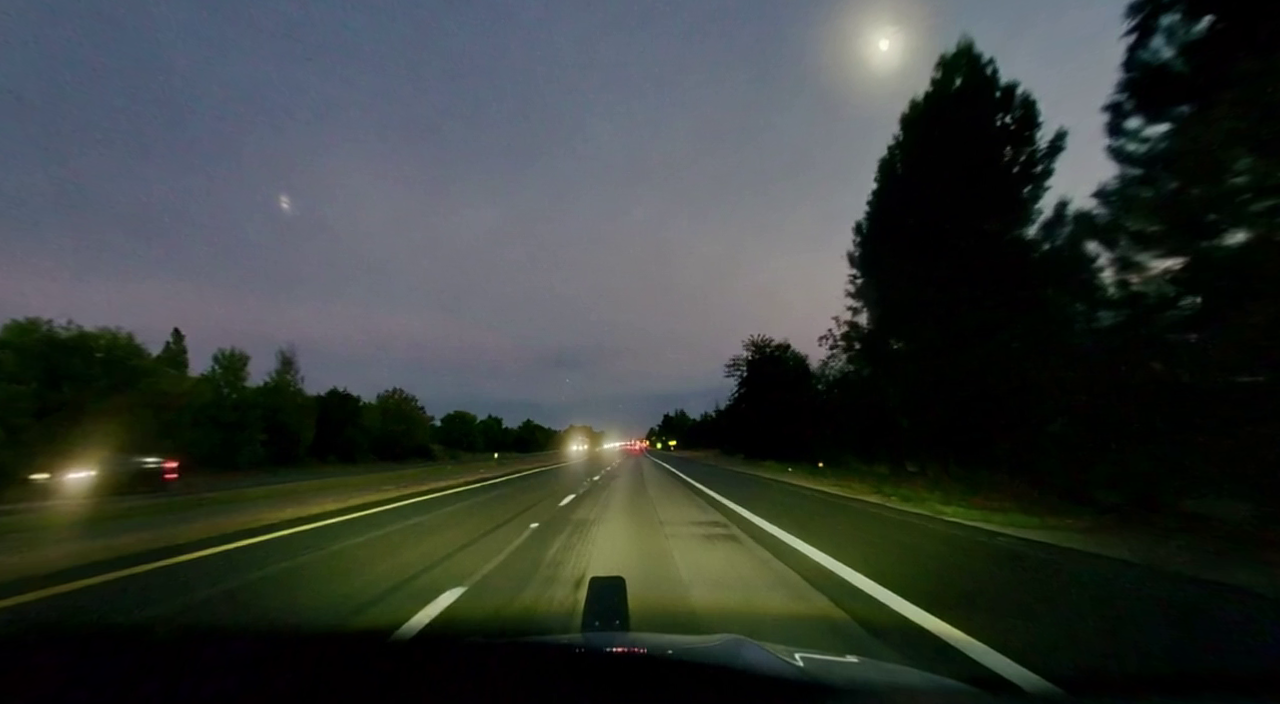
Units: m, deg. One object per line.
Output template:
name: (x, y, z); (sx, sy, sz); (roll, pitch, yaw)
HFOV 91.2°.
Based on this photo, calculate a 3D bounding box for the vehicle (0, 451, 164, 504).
vehicle: (-18.998, 4.176, 21.302); (1.939, 1.565, 4.577); (0, -9, 1)
